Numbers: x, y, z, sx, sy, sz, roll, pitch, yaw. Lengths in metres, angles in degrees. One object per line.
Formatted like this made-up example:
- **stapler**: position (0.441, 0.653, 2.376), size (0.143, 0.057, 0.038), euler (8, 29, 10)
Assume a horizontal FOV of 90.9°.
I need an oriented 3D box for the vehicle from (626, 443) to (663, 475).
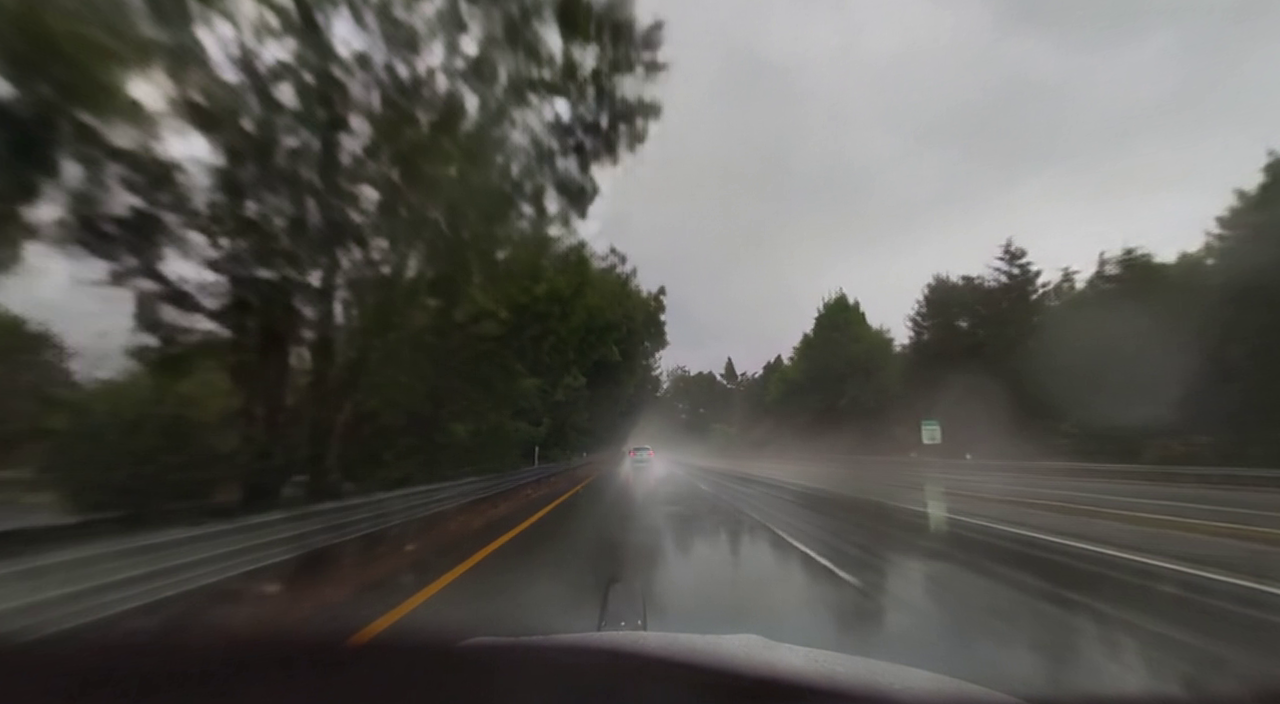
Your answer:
- **vehicle**: position (0.233, 5.918, 35.093), size (1.987, 1.658, 3.620), euler (0, -9, 0)
